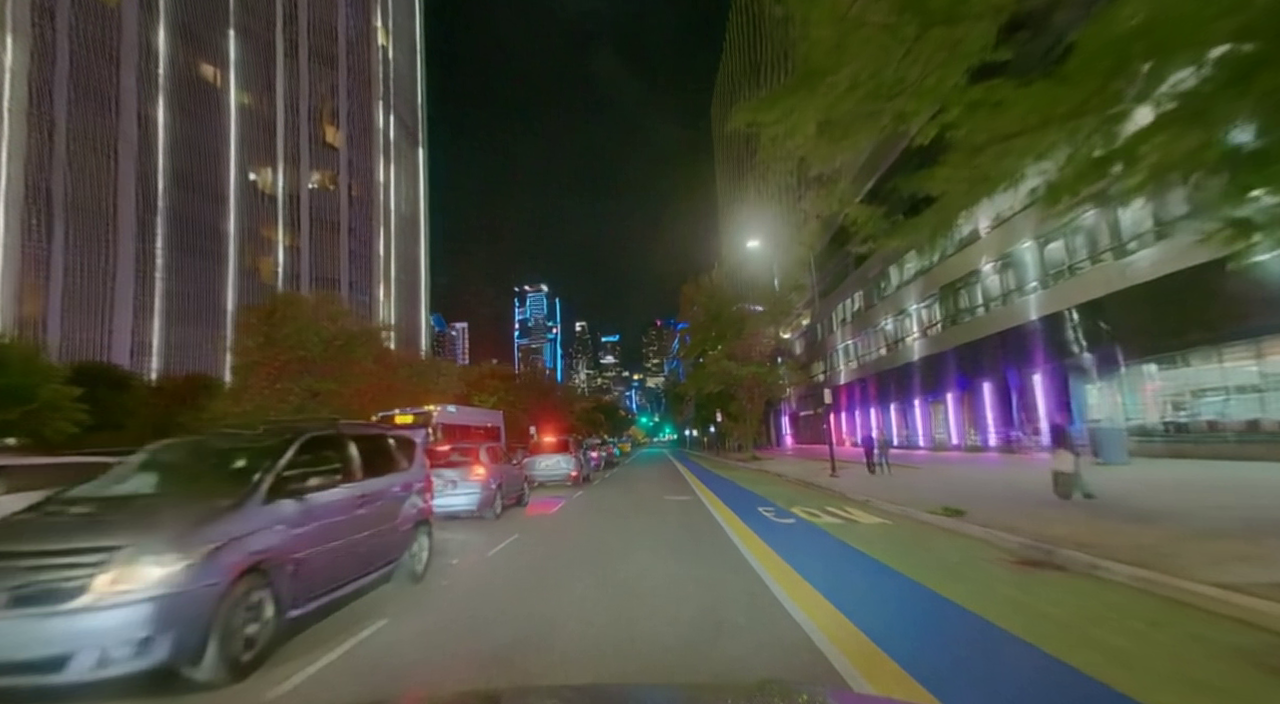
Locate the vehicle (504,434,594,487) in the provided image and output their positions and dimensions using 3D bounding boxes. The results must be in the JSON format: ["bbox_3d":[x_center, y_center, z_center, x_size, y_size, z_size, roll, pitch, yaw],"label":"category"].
[{"bbox_3d":[-3.043,3.735,22.294,2.266,1.621,4.783,-1,-8,3],"label":"vehicle"}]

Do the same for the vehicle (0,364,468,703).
[{"bbox_3d":[-3.352,1.292,5.693,2.225,1.848,4.472,0,-8,2],"label":"vehicle"}]
